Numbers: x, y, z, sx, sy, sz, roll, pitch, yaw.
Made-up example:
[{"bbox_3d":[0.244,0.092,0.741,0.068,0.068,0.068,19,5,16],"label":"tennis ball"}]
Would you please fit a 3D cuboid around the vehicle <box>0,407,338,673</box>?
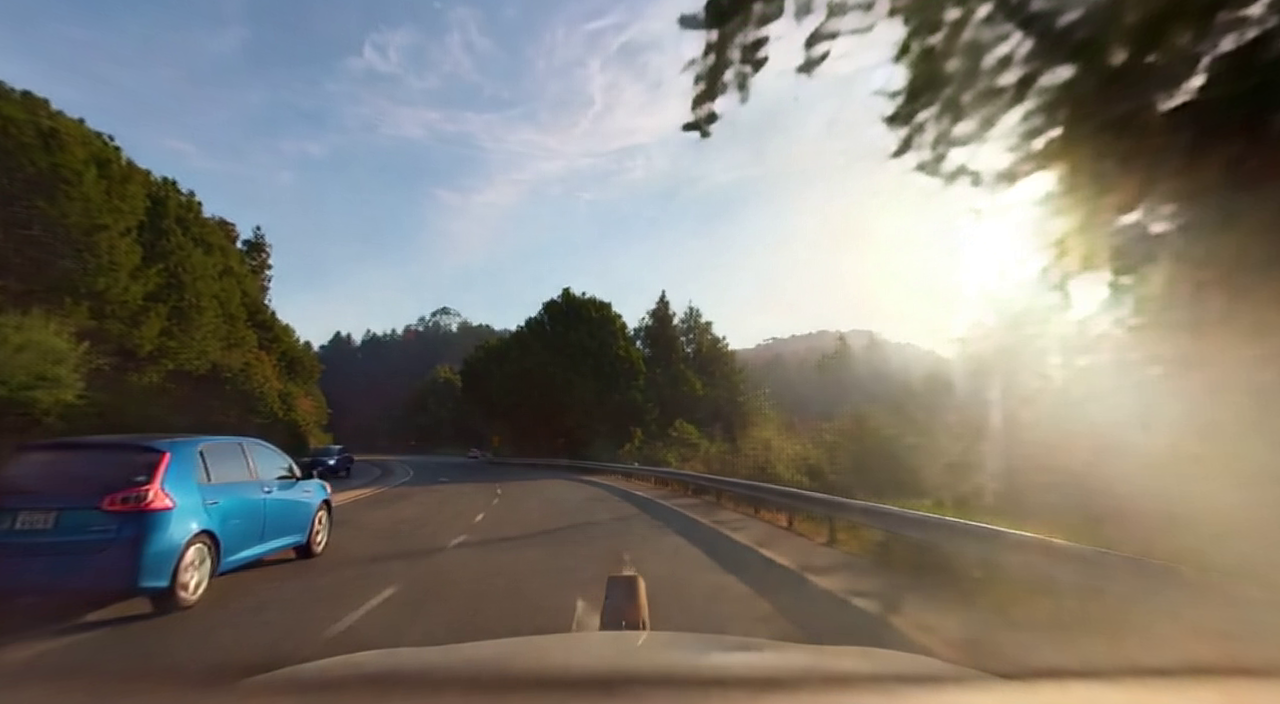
[{"bbox_3d":[-4.731,1.461,5.839,2.078,1.607,3.959,0,-9,-4],"label":"vehicle"}]
